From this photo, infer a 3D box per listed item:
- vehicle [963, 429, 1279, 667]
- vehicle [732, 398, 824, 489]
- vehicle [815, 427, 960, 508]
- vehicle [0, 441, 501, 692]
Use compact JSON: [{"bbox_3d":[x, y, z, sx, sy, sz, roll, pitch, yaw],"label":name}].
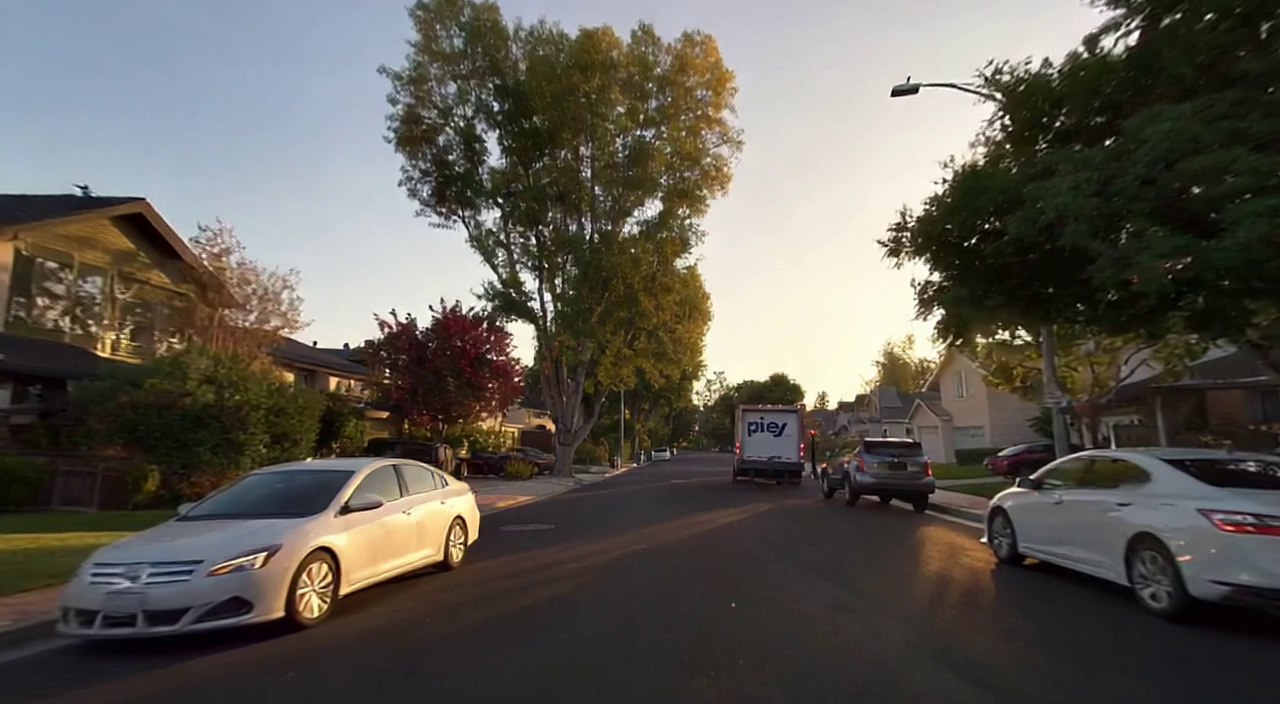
[{"bbox_3d":[5.251,1.583,6.258,1.943,1.511,4.582,-1,-8,5],"label":"vehicle"},{"bbox_3d":[5.177,3.630,24.922,2.924,3.018,7.600,-1,-9,8],"label":"vehicle"},{"bbox_3d":[6.533,3.082,17.268,2.410,1.902,4.277,-1,-8,4],"label":"vehicle"},{"bbox_3d":[-3.262,1.723,6.495,1.938,1.402,5.095,2,-9,7],"label":"vehicle"}]
